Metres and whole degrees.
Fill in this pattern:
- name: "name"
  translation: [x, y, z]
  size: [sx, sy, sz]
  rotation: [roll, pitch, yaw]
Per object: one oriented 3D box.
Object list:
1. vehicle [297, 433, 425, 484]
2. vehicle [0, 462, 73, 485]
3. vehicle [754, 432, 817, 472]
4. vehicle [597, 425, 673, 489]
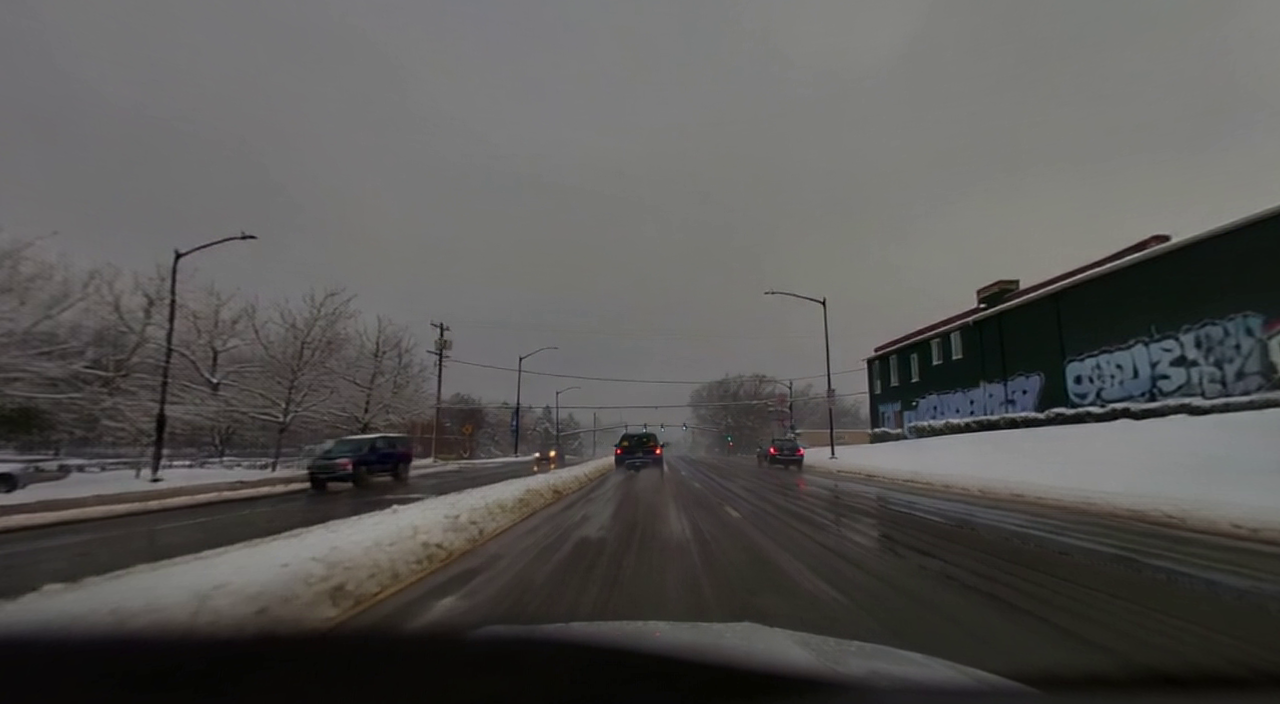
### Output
- name: "vehicle"
  translation: [-12.334, 4.753, 28.550]
  size: [2.544, 2.014, 5.821]
  rotation: [-1, -8, 8]
- name: "vehicle"
  translation: [-41.389, 8.187, 42.737]
  size: [1.882, 1.448, 4.160]
  rotation: [-1, -9, 3]
- name: "vehicle"
  translation: [6.906, 4.788, 30.414]
  size: [1.952, 1.749, 4.311]
  rotation: [0, -8, 0]
- name: "vehicle"
  translation: [-0.078, 3.335, 20.361]
  size: [2.160, 1.786, 4.702]
  rotation: [0, -8, 2]
